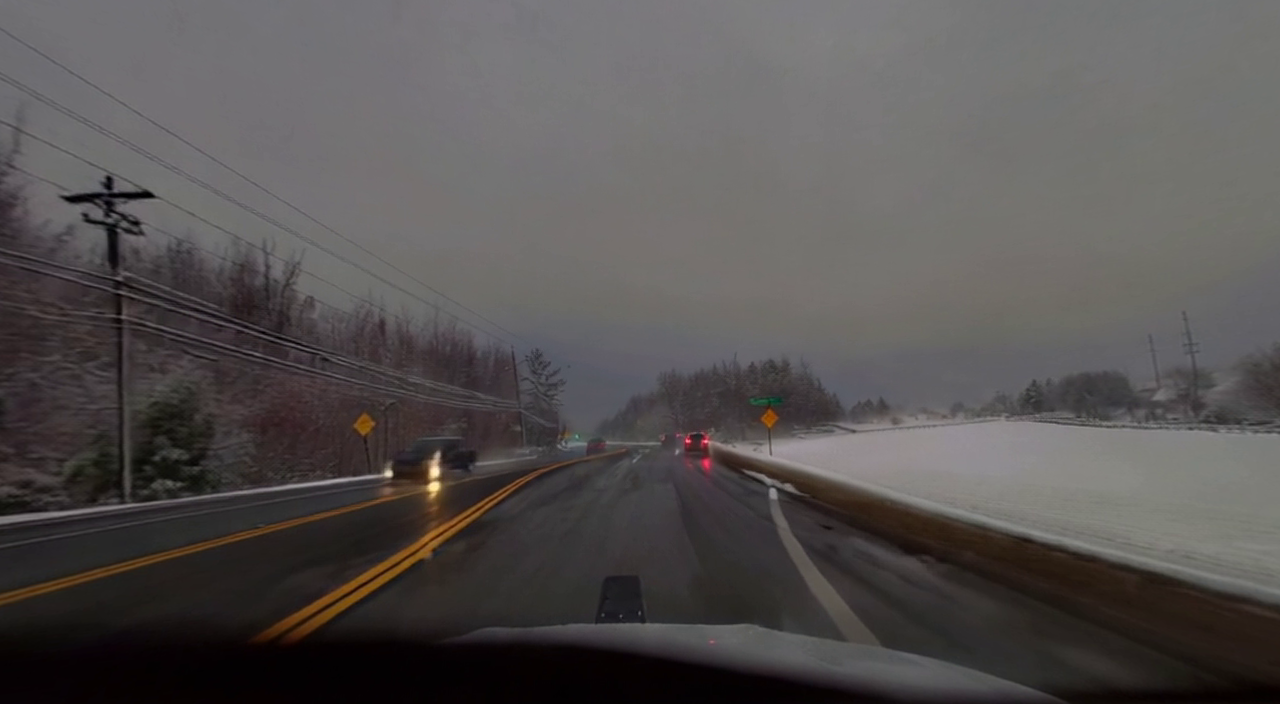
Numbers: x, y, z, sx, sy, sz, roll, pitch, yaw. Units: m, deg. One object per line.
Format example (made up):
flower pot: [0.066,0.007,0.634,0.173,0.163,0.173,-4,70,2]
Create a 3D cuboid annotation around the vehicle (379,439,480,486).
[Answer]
vehicle: [-7.257,3.847,22.304,1.909,1.467,4.579,-1,-9,1]
